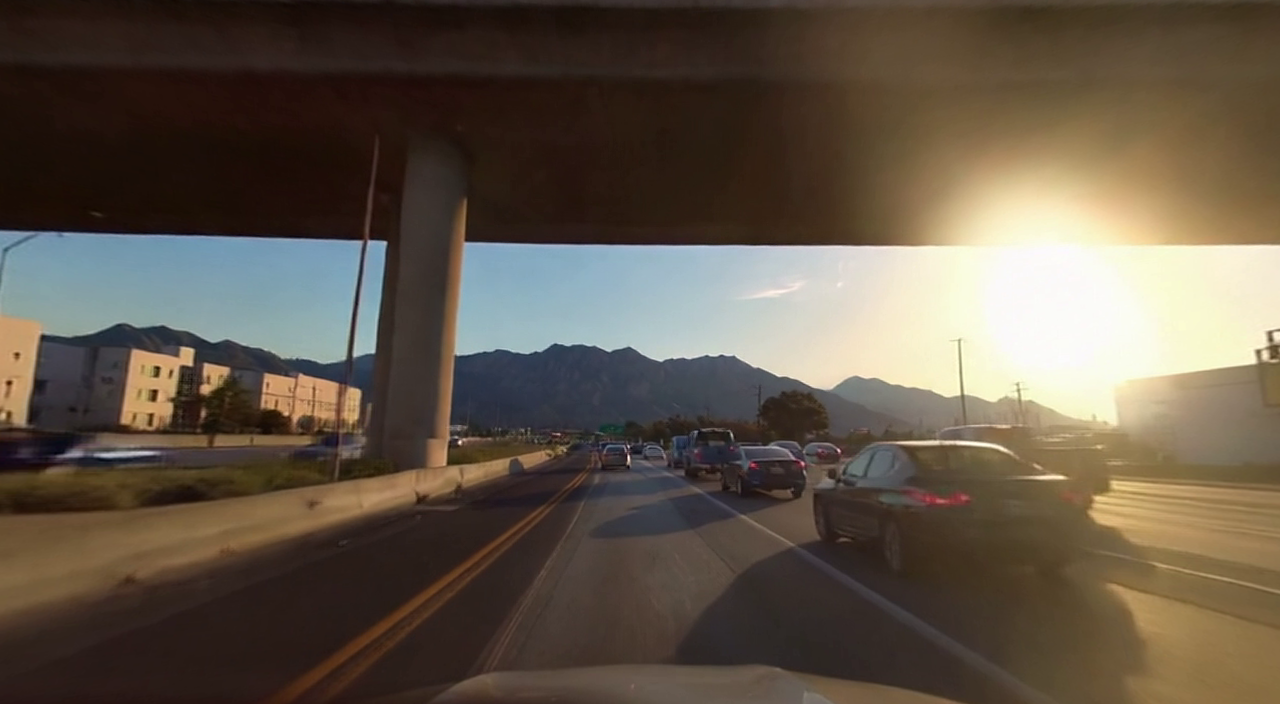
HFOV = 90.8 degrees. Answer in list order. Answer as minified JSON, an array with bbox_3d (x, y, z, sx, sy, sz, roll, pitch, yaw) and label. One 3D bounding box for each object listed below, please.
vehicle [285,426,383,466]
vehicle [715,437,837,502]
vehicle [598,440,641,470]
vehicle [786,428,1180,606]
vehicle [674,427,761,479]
[{"bbox_3d":[-12.582,3.924,26.359,2.045,1.499,4.501,0,-8,-3],"label":"vehicle"},{"bbox_3d":[3.477,3.103,17.276,2.048,1.497,4.952,0,-8,-2],"label":"vehicle"},{"bbox_3d":[-1.160,5.720,35.398,2.266,1.549,3.978,0,-8,-2],"label":"vehicle"},{"bbox_3d":[3.409,1.715,7.638,2.074,1.455,4.646,0,-8,-1],"label":"vehicle"},{"bbox_3d":[3.289,4.530,28.650,2.747,2.061,7.011,0,-8,-3],"label":"vehicle"}]
